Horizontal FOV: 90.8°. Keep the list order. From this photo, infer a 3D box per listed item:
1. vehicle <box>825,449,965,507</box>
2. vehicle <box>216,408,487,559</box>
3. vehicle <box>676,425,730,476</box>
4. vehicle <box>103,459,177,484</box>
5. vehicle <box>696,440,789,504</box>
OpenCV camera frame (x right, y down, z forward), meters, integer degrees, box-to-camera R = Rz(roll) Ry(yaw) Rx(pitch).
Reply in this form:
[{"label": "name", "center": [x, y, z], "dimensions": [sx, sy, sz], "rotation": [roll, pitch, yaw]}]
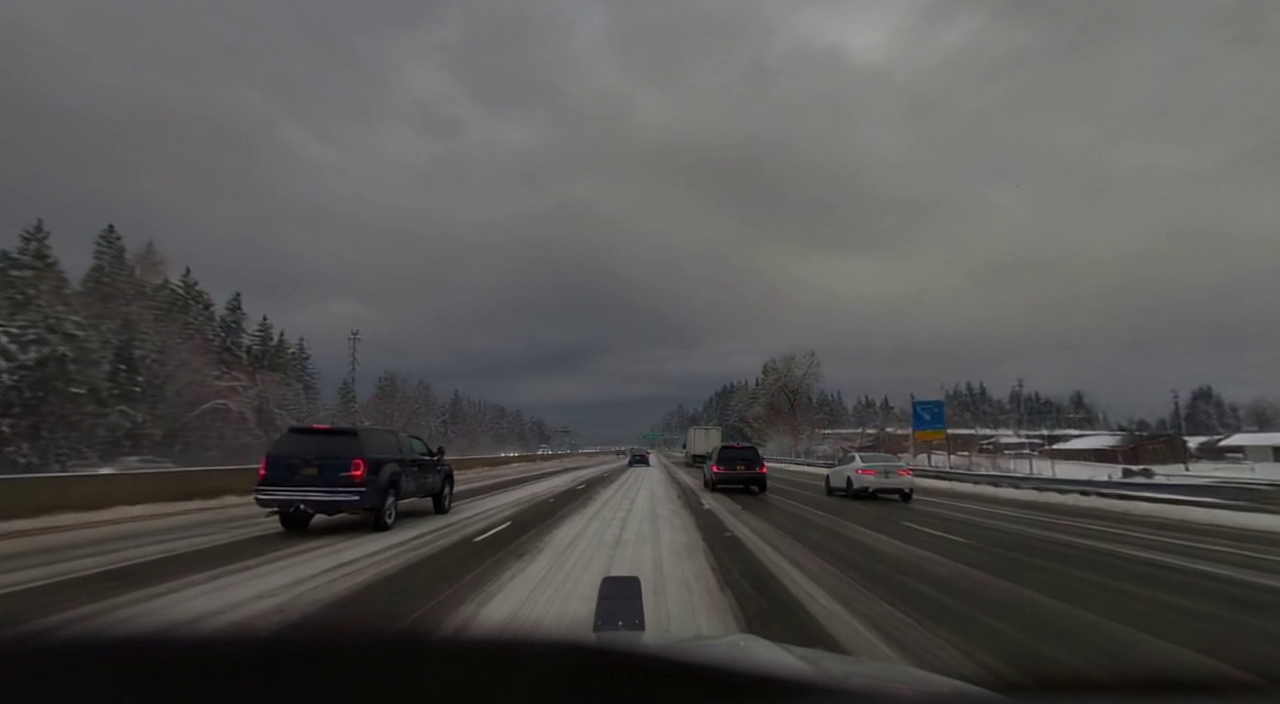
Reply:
[{"label": "vehicle", "center": [7.271, 3.611, 18.666], "dimensions": [2.146, 1.482, 4.665], "rotation": [0, -9, -1]}, {"label": "vehicle", "center": [-4.308, 2.060, 10.692], "dimensions": [2.036, 1.892, 5.214], "rotation": [0, -9, 1]}, {"label": "vehicle", "center": [4.373, 7.145, 46.039], "dimensions": [2.954, 3.223, 10.034], "rotation": [0, -9, 1]}, {"label": "vehicle", "center": [-29.978, 7.152, 38.001], "dimensions": [1.570, 1.353, 3.376], "rotation": [0, -9, 2]}, {"label": "vehicle", "center": [3.023, 3.639, 19.634], "dimensions": [2.103, 1.717, 4.399], "rotation": [0, -9, -1]}]
